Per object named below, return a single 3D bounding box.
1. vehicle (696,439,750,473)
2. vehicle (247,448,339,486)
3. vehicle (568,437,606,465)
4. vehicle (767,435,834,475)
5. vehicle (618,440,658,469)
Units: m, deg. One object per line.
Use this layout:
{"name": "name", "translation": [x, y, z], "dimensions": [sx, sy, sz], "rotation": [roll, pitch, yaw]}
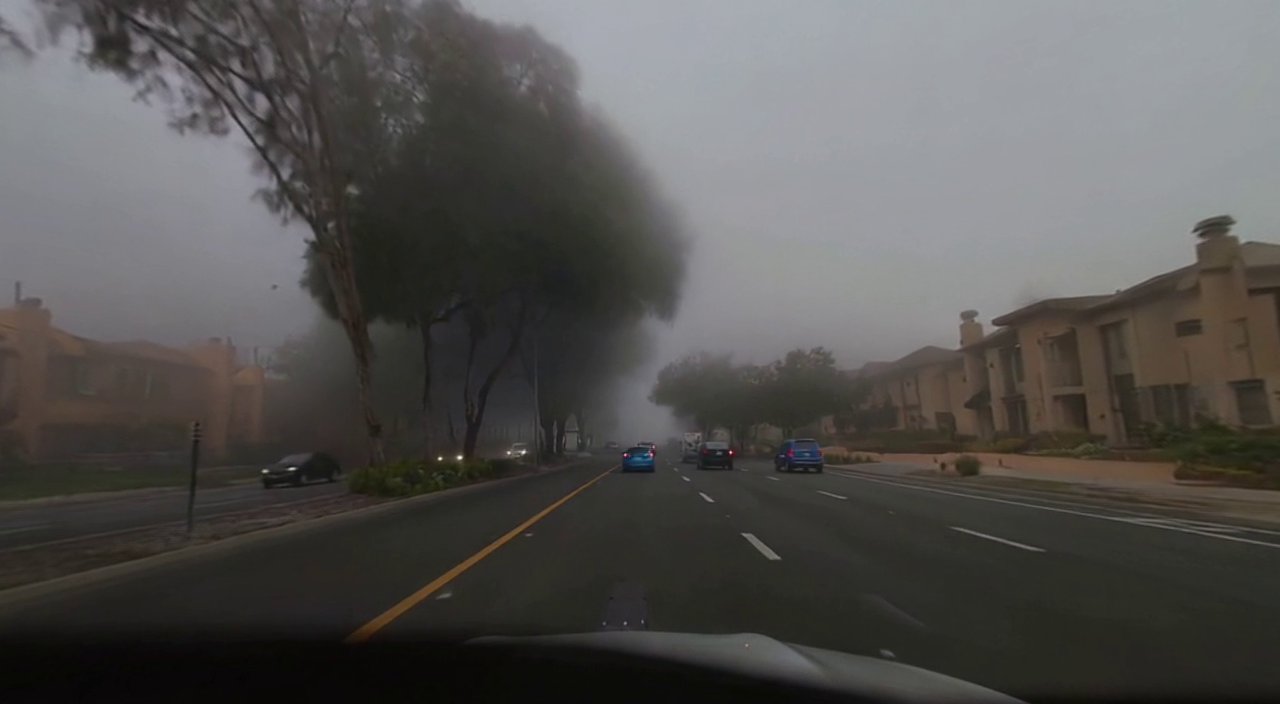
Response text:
{"name": "vehicle", "translation": [3.948, 5.032, 30.705], "dimensions": [2.067, 1.514, 4.188], "rotation": [0, -8, 0]}
{"name": "vehicle", "translation": [-17.989, 5.965, 32.970], "dimensions": [2.110, 1.789, 4.639], "rotation": [0, -8, 1]}
{"name": "vehicle", "translation": [-3.409, 6.514, 41.507], "dimensions": [2.031, 1.705, 4.325], "rotation": [0, -8, 1]}
{"name": "vehicle", "translation": [7.451, 4.809, 29.642], "dimensions": [1.972, 1.700, 4.269], "rotation": [0, -8, -1]}
{"name": "vehicle", "translation": [-0.086, 5.657, 34.903], "dimensions": [2.102, 1.481, 3.907], "rotation": [0, -8, 1]}
